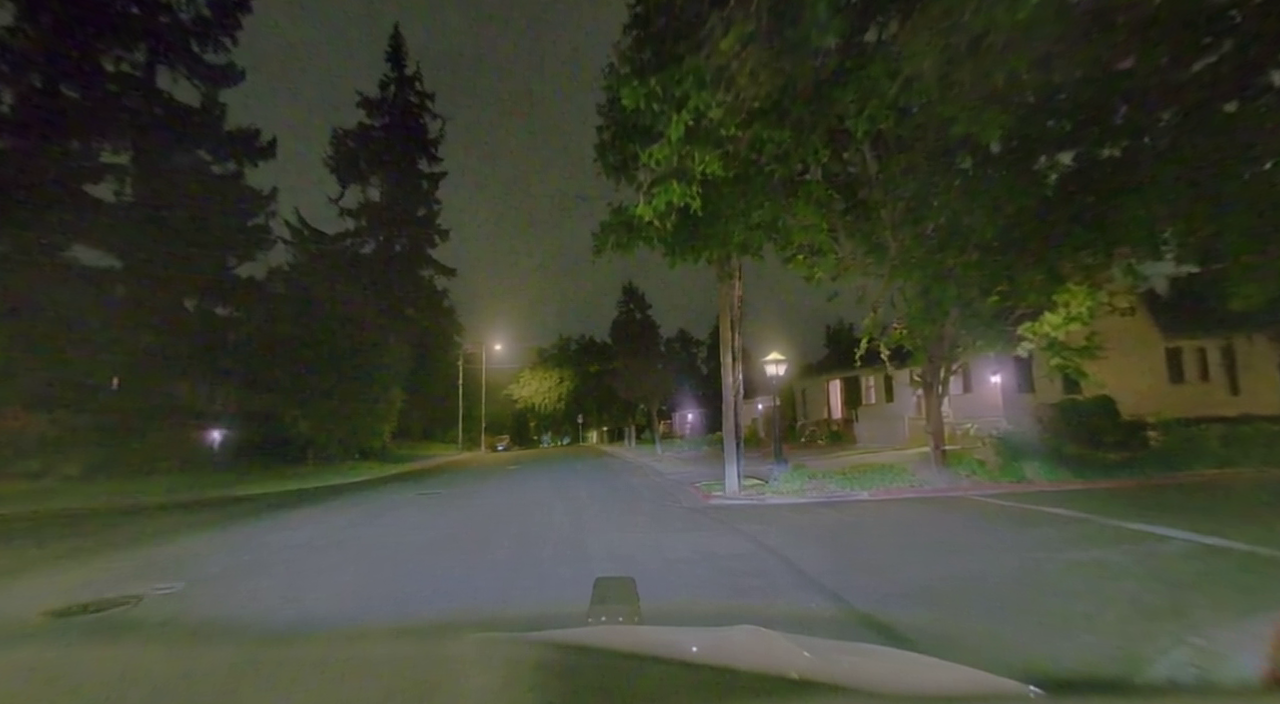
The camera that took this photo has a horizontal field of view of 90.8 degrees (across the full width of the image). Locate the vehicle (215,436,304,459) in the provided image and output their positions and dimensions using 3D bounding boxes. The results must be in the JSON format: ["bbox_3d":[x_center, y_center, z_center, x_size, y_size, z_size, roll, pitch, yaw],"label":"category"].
[{"bbox_3d":[-24.776,6.235,41.224,4.531,1.470,1.855,1,-8,-4],"label":"vehicle"}]

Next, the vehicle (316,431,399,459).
[{"bbox_3d":[-18.474,6.088,41.491,4.559,1.745,1.918,1,-8,-8],"label":"vehicle"}]
